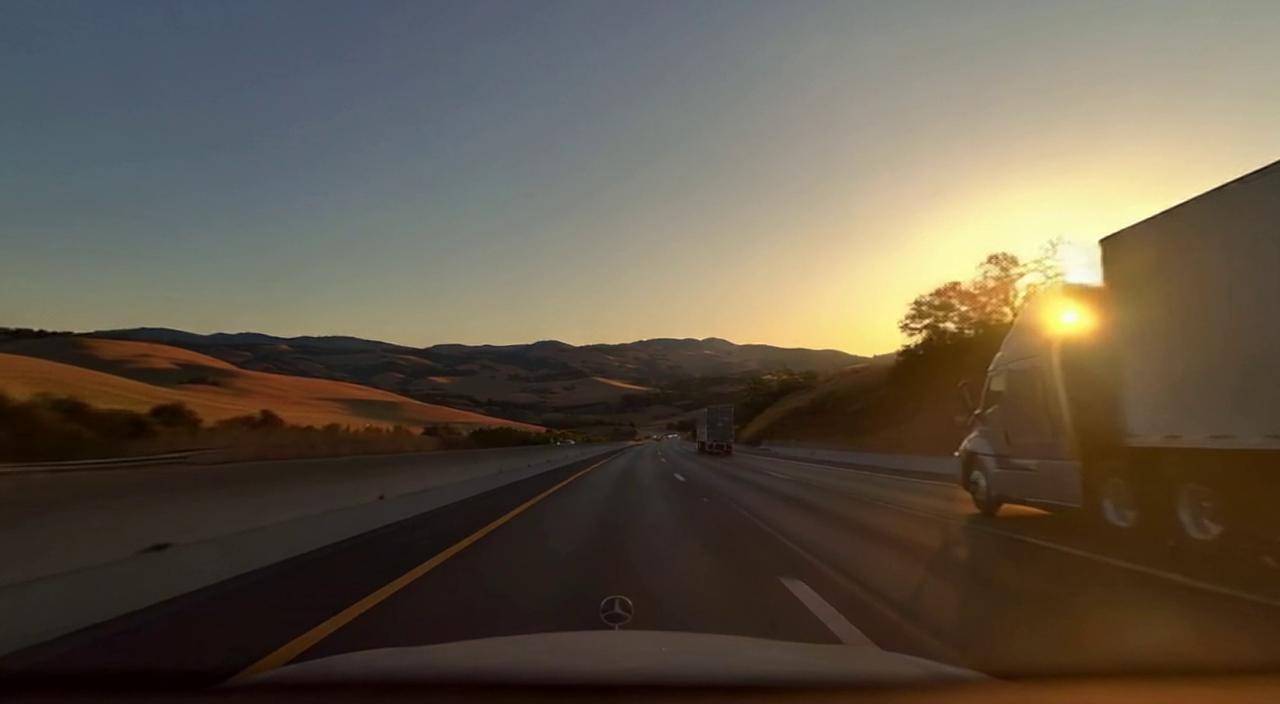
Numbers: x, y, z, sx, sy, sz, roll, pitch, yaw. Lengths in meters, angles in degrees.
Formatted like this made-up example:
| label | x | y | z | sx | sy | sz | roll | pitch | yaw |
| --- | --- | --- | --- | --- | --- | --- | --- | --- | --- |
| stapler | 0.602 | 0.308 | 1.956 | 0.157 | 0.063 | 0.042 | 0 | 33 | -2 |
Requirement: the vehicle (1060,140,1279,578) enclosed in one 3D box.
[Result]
| label | x | y | z | sx | sy | sz | roll | pitch | yaw |
| --- | --- | --- | --- | --- | --- | --- | --- | --- | --- |
| vehicle | 7.504 | -0.538 | 1.757 | 2.885 | 4.075 | 13.981 | 0 | -8 | -1 |
